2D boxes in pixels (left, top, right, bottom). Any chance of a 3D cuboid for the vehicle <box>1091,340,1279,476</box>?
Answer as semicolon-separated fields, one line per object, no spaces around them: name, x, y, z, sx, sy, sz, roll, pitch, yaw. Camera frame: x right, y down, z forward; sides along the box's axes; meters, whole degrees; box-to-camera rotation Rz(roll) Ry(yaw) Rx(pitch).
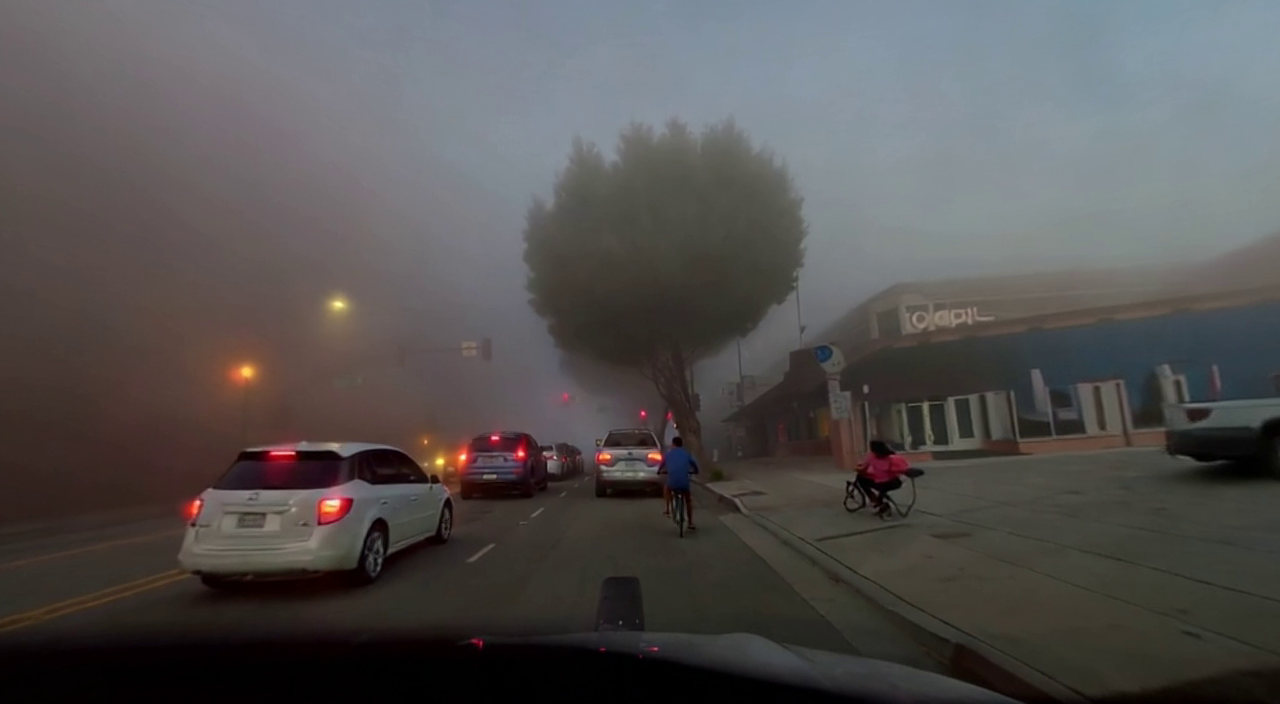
vehicle;8.441;0.758;7.886;4.159;1.416;2.049;1;-9;-7

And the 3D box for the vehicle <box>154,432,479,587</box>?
vehicle;-3.685;1.855;8.284;2.064;1.486;4.140;0;-9;0

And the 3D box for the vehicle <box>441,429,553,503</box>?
vehicle;-3.753;3.085;17.482;2.046;1.750;4.452;0;-9;0

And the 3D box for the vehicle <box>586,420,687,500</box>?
vehicle;-0.123;2.979;17.733;2.426;1.882;5.027;0;-9;-1
